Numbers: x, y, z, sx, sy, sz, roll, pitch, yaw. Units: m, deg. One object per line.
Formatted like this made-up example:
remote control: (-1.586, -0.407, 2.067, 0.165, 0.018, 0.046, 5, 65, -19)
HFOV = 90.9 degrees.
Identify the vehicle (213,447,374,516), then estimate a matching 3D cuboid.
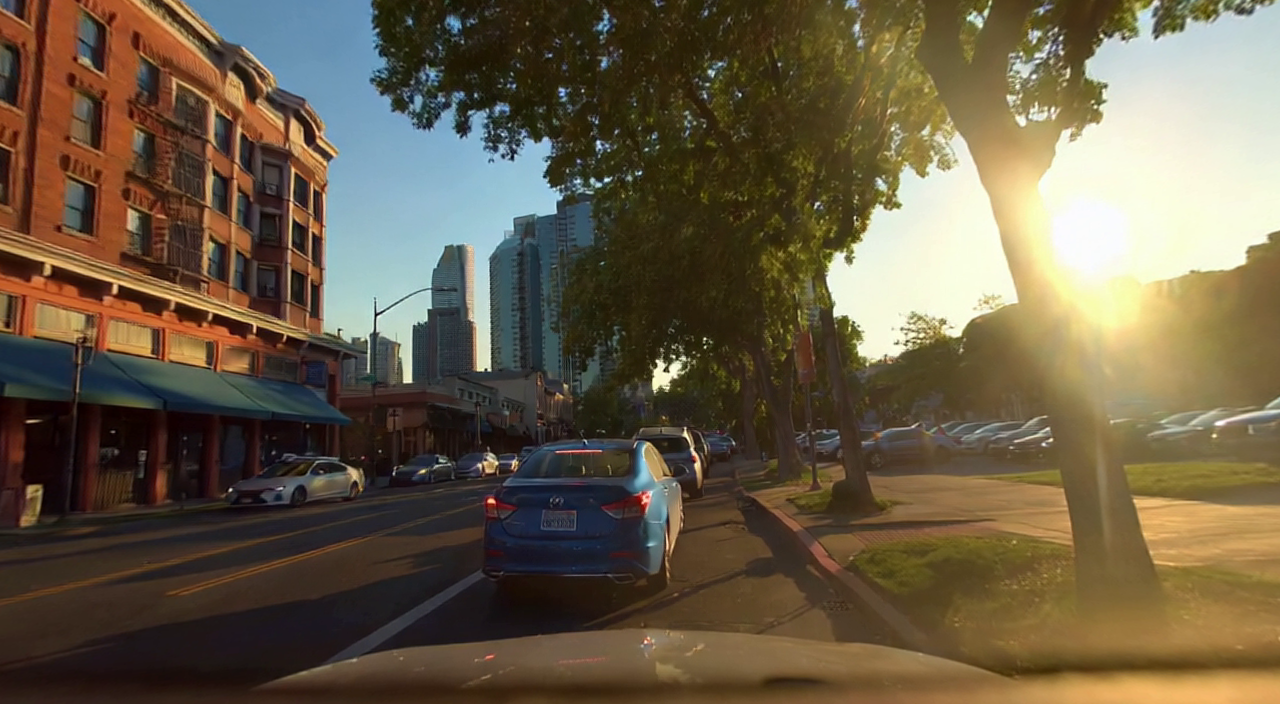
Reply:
vehicle: (-11.007, 4.070, 20.592, 2.081, 1.718, 5.342, -6, -9, 3)

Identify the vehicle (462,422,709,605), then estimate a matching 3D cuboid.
vehicle: (-0.274, 1.634, 7.304, 1.939, 1.478, 3.922, -2, -8, 9)

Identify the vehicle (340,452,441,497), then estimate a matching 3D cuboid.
vehicle: (-10.258, 5.034, 26.284, 1.826, 1.432, 4.556, -7, -9, 8)

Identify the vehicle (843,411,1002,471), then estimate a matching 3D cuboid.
vehicle: (9.062, 2.831, 20.249, 4.558, 1.528, 1.915, -1, -8, -23)
